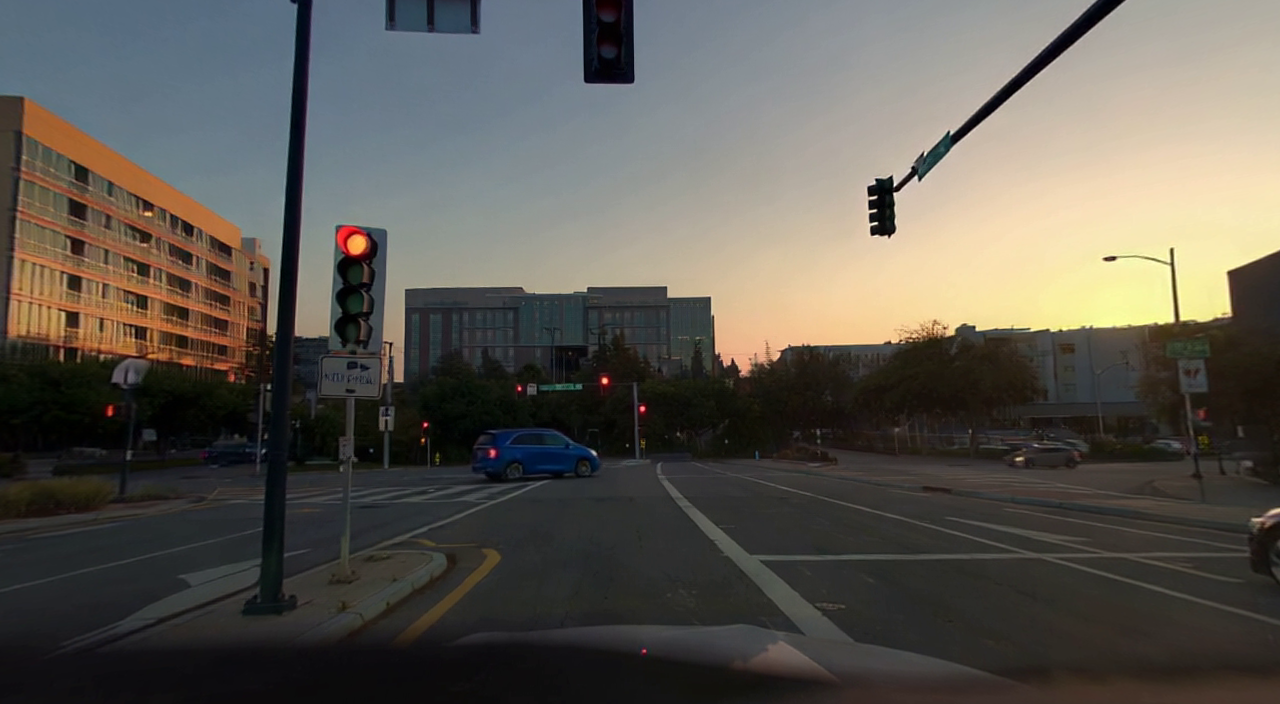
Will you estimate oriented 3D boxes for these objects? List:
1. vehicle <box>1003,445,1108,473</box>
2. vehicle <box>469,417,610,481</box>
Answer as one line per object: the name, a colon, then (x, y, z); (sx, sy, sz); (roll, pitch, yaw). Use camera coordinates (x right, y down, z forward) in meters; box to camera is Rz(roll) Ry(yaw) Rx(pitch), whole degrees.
vehicle: (24.305, 6.280, 36.755); (4.736, 1.542, 1.966); (0, -9, -2)
vehicle: (-5.270, 5.190, 33.822); (7.088, 3.096, 2.678); (7, -11, -39)
